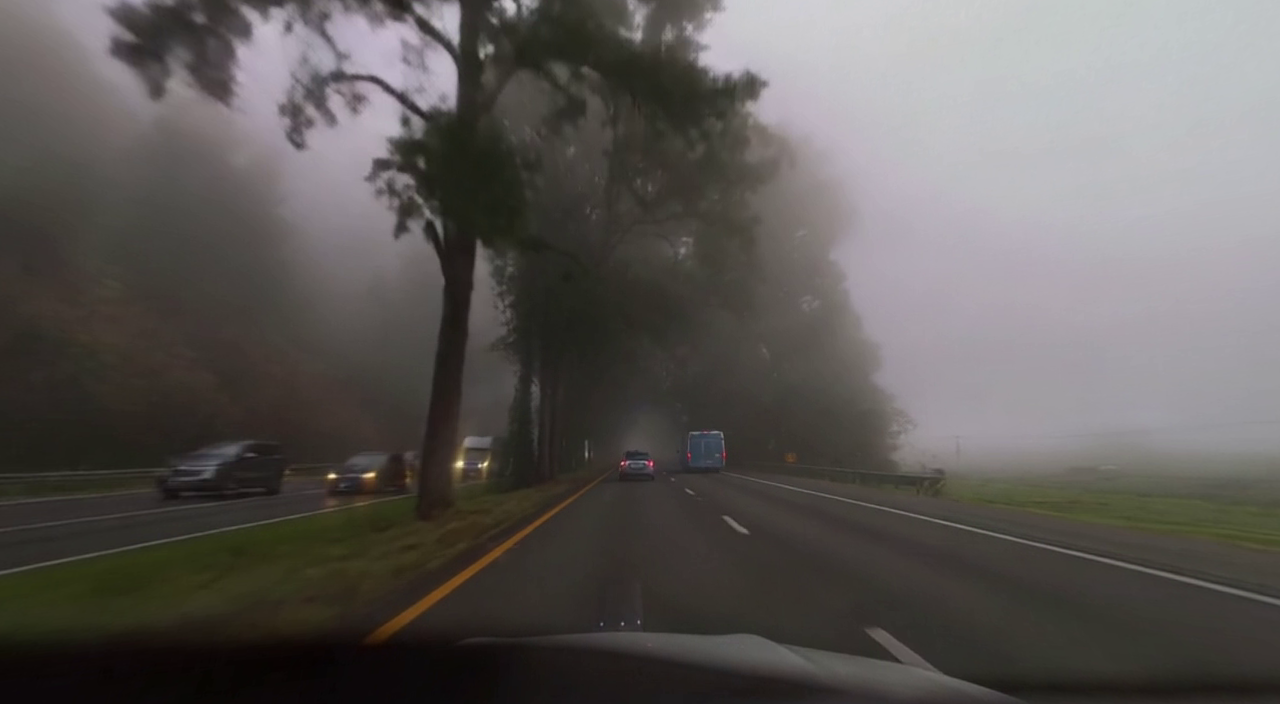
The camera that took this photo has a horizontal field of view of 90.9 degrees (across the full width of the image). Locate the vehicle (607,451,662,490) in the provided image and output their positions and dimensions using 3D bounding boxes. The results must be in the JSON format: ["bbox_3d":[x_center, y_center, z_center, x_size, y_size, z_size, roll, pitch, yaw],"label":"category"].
[{"bbox_3d":[-0.200,4.742,25.580,2.037,1.417,3.885,0,-9,0],"label":"vehicle"}]

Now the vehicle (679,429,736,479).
[{"bbox_3d":[3.723,5.844,36.235,2.513,2.633,5.930,0,-9,-1],"label":"vehicle"}]

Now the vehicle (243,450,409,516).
[{"bbox_3d":[-7.593,3.178,15.806,1.970,1.383,4.178,0,-9,0],"label":"vehicle"}]

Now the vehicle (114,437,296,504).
[{"bbox_3d":[-11.865,3.251,17.630,2.074,1.614,4.220,0,-9,0],"label":"vehicle"}]

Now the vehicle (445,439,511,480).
[{"bbox_3d":[-7.918,5.303,31.304,2.023,1.871,4.993,0,-9,-1],"label":"vehicle"}]
